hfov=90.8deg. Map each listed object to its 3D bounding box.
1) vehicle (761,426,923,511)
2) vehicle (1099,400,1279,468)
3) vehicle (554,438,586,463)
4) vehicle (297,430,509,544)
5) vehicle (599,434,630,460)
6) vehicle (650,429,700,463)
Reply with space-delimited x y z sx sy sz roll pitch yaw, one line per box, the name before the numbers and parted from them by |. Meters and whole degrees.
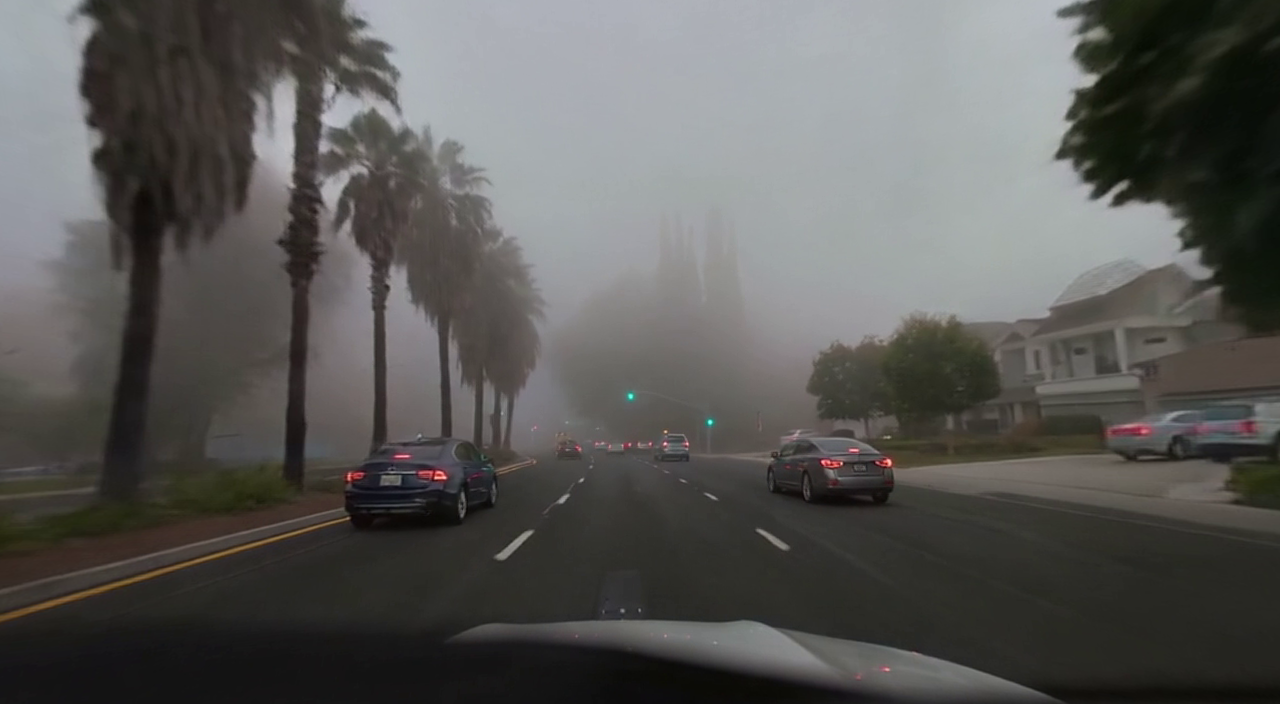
vehicle | 3.994 2.364 13.279 1.870 1.491 4.009 0 -8 -3
vehicle | 16.072 2.376 17.985 1.978 1.669 4.515 2 -9 -15
vehicle | -4.578 6.482 41.780 1.922 1.577 4.140 0 -8 -5
vehicle | -3.540 2.073 10.426 1.924 1.473 4.200 0 -8 -1
vehicle | -1.950 7.175 47.775 2.164 1.867 4.254 0 -8 -5
vehicle | 2.085 5.918 39.870 2.391 1.960 5.600 0 -8 -4
